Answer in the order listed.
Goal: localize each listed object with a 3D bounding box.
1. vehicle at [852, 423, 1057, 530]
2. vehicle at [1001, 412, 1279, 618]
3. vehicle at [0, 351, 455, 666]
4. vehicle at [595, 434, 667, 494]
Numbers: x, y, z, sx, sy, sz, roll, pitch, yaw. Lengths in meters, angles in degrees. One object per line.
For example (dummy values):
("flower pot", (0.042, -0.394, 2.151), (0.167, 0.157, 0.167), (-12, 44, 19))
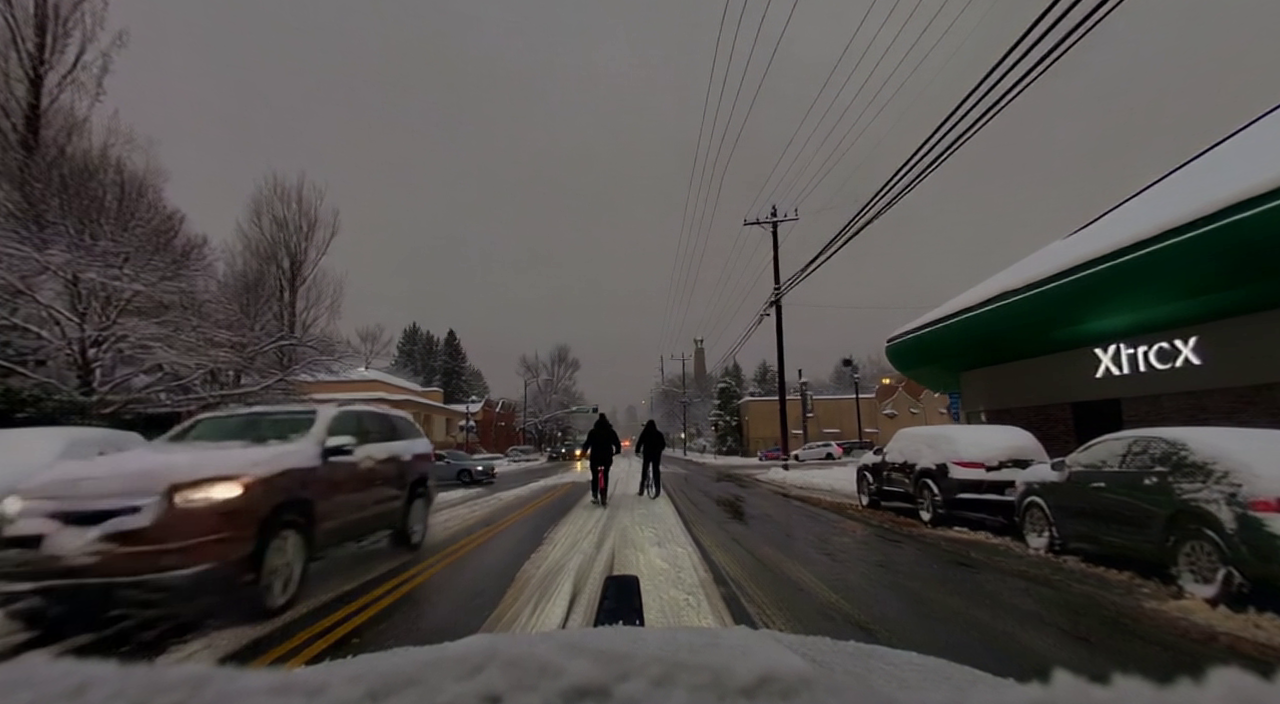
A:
("vehicle", (5.805, 2.322, 12.318), (1.873, 1.714, 3.979), (0, -8, -1))
("vehicle", (5.877, 1.500, 6.526), (1.900, 1.566, 3.995), (0, -8, 0))
("vehicle", (-3.733, 1.319, 6.447), (2.184, 1.954, 4.898), (0, -8, 0))
("vehicle", (-0.282, 3.716, 21.327), (2.190, 1.783, 4.048), (0, -8, 0))
